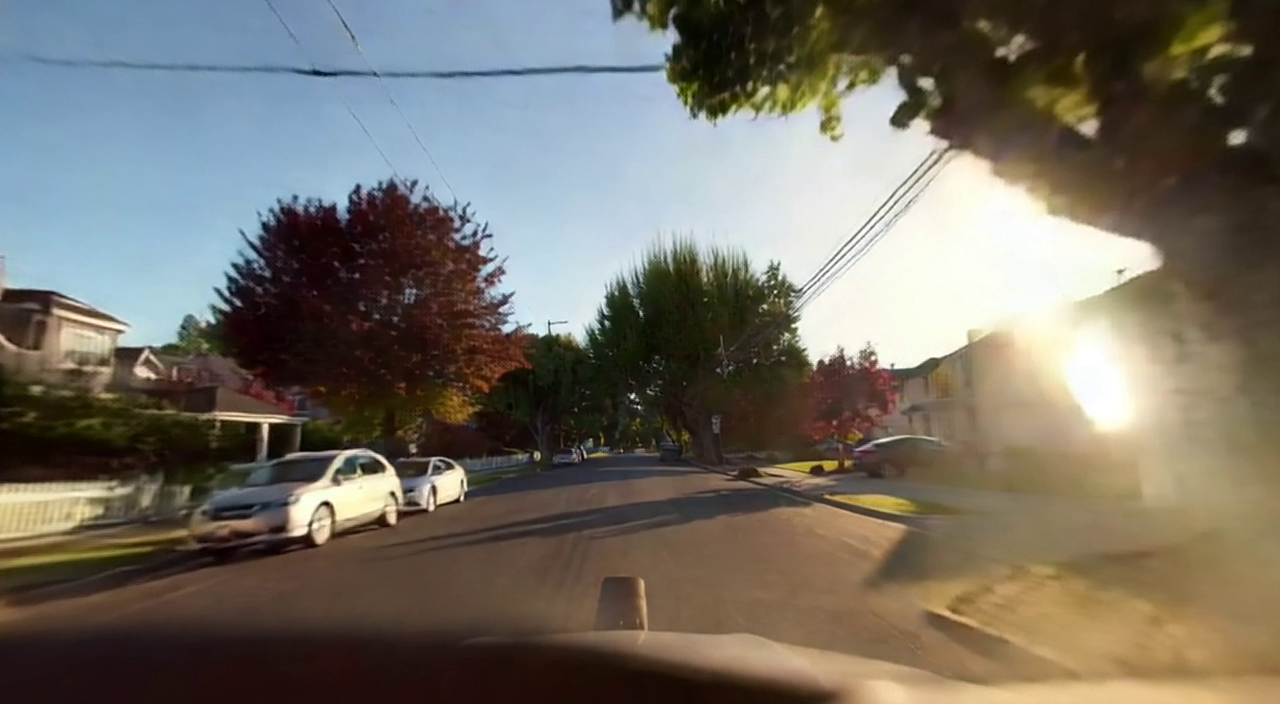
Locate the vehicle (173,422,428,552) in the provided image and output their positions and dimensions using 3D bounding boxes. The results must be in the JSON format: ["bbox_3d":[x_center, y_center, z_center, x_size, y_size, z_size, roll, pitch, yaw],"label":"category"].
[{"bbox_3d":[-5.917,2.375,12.055,2.015,1.766,5.450,-3,-8,-2],"label":"vehicle"}]

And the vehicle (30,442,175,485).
[{"bbox_3d":[-19.693,4.104,23.279,3.553,1.471,1.816,0,-9,-2],"label":"vehicle"}]

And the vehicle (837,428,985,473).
[{"bbox_3d":[10.084,3.714,23.821,4.629,1.504,1.945,-1,-9,-1],"label":"vehicle"}]
